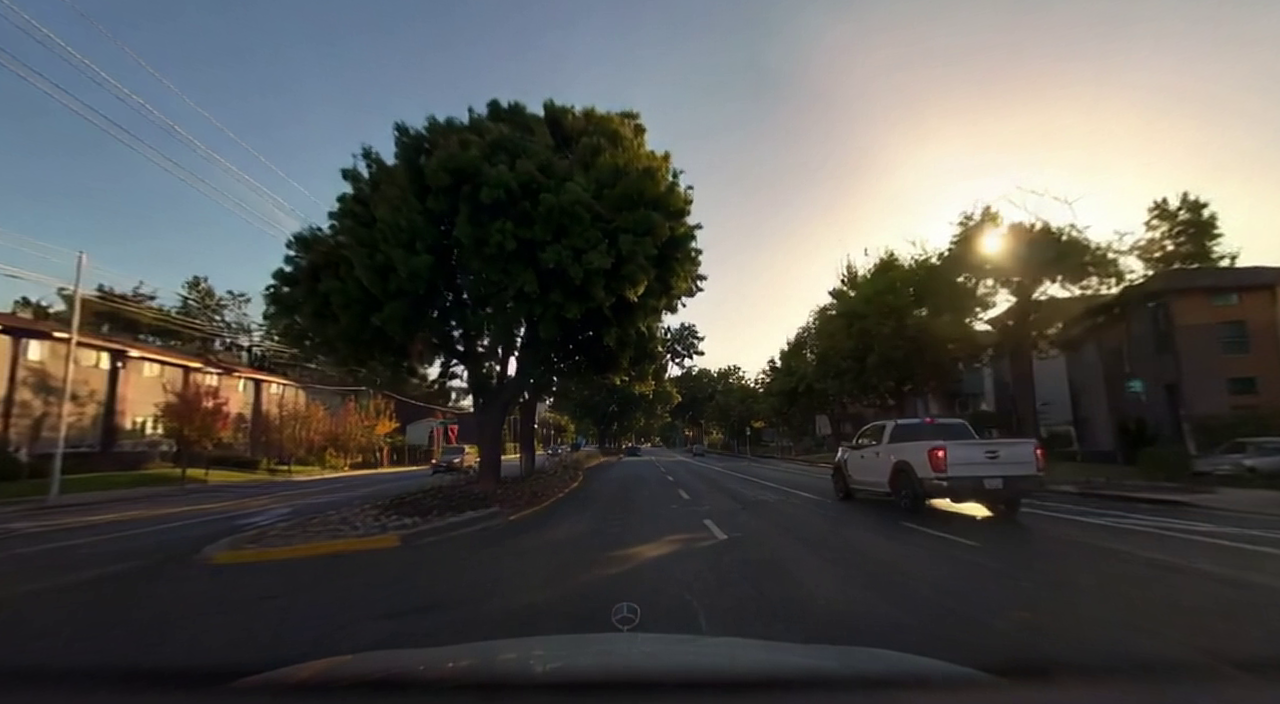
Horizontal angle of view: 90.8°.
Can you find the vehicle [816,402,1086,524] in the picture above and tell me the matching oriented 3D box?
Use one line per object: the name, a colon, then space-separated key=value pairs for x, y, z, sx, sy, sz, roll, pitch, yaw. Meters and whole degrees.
vehicle: x=5.913 y=2.268 z=13.374 sx=2.493 sy=1.956 sz=6.125 roll=0 pitch=-9 yaw=-1
